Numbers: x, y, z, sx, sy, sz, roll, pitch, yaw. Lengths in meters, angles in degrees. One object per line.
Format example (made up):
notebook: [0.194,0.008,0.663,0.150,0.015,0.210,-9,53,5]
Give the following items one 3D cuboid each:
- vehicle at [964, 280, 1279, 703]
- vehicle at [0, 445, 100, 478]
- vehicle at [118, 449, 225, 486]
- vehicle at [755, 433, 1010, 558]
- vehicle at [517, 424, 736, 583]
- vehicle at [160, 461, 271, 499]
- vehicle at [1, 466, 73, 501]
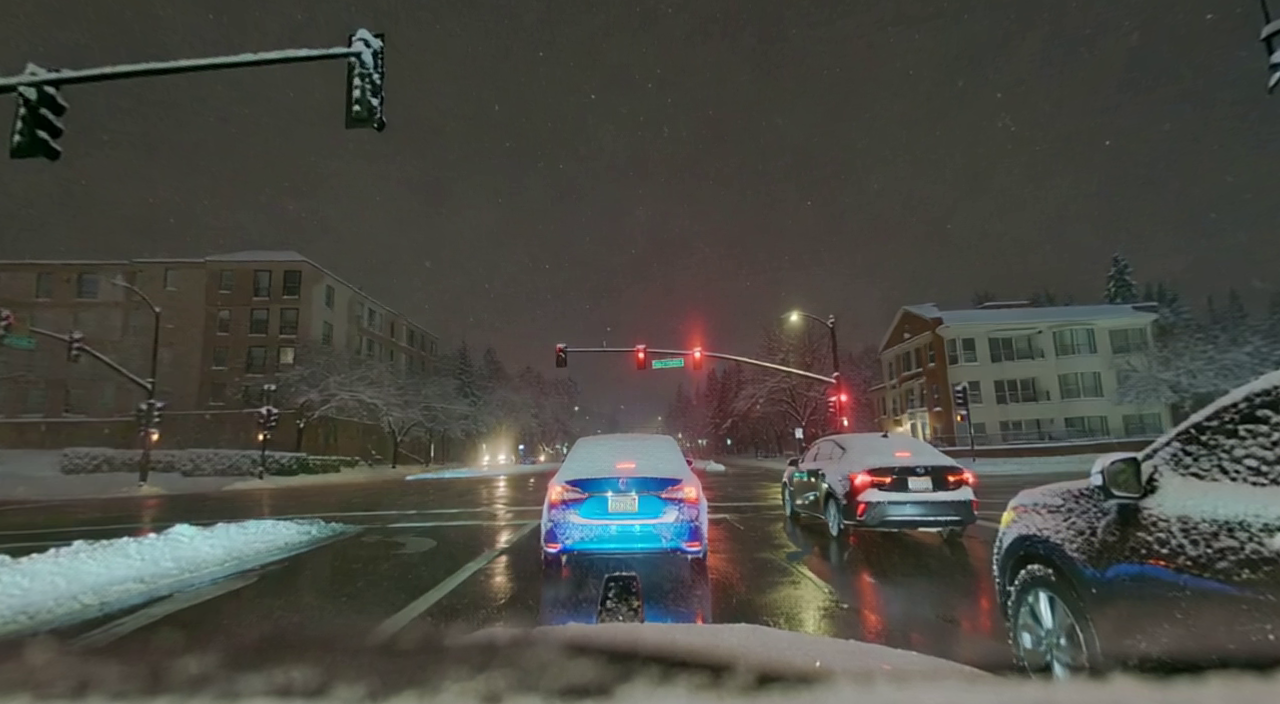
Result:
vehicle: [3.000,0.622,1.575,2.047,1.785,4.357,0,-8,0]
vehicle: [-35.480,6.516,37.473,2.145,1.797,5.198,-1,-10,1]
vehicle: [-27.481,6.754,37.360,2.300,1.932,5.056,-1,-8,2]
vehicle: [3.227,1.995,9.593,2.009,1.414,4.416,0,-8,-2]
vehicle: [-0.140,1.740,8.065,2.095,1.502,3.873,0,-8,0]
vehicle: [-19.076,5.762,28.703,1.942,1.453,4.448,0,-9,0]
vehicle: [-27.999,6.077,29.451,1.972,1.433,4.324,8,-12,-39]
